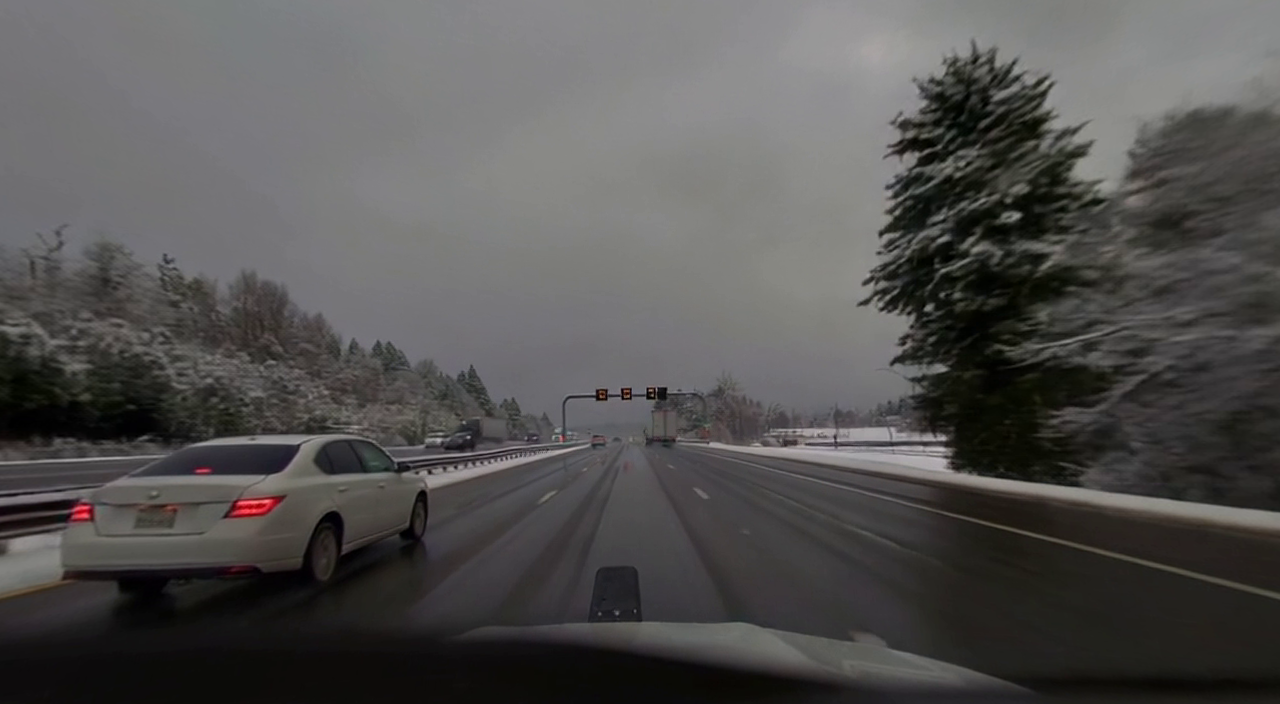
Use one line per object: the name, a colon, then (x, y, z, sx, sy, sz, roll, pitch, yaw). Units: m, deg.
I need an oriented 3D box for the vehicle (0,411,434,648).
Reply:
vehicle: (-3.712, 1.389, 6.139, 1.971, 1.444, 4.401, 0, -8, -1)
